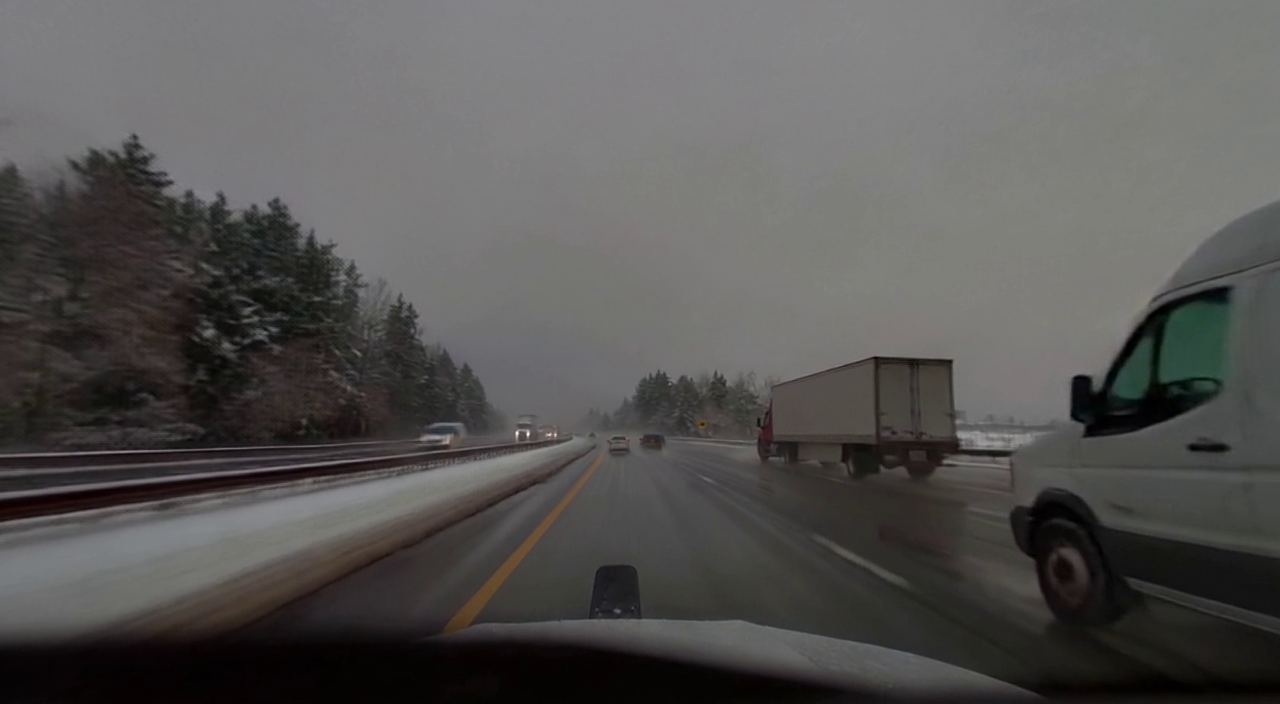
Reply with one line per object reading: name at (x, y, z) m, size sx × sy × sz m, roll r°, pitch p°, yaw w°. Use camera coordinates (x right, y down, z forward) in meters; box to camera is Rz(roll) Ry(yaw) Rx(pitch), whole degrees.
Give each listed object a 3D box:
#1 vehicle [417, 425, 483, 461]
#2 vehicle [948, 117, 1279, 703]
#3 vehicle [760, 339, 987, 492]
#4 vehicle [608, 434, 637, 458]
vehicle at (-9.325, 4.496, 31.283) m, size 2.010 × 1.653 × 4.217 m, roll 0°, pitch -8°, yaw -1°
vehicle at (3.503, 0.363, 1.704) m, size 2.436 × 2.521 × 5.409 m, roll 0°, pitch -8°, yaw -2°
vehicle at (7.584, 2.630, 23.999) m, size 2.888 × 4.093 × 14.227 m, roll 0°, pitch -8°, yaw -1°
vehicle at (-1.360, 7.049, 47.547) m, size 2.088 × 1.671 × 4.068 m, roll 0°, pitch -8°, yaw -2°
